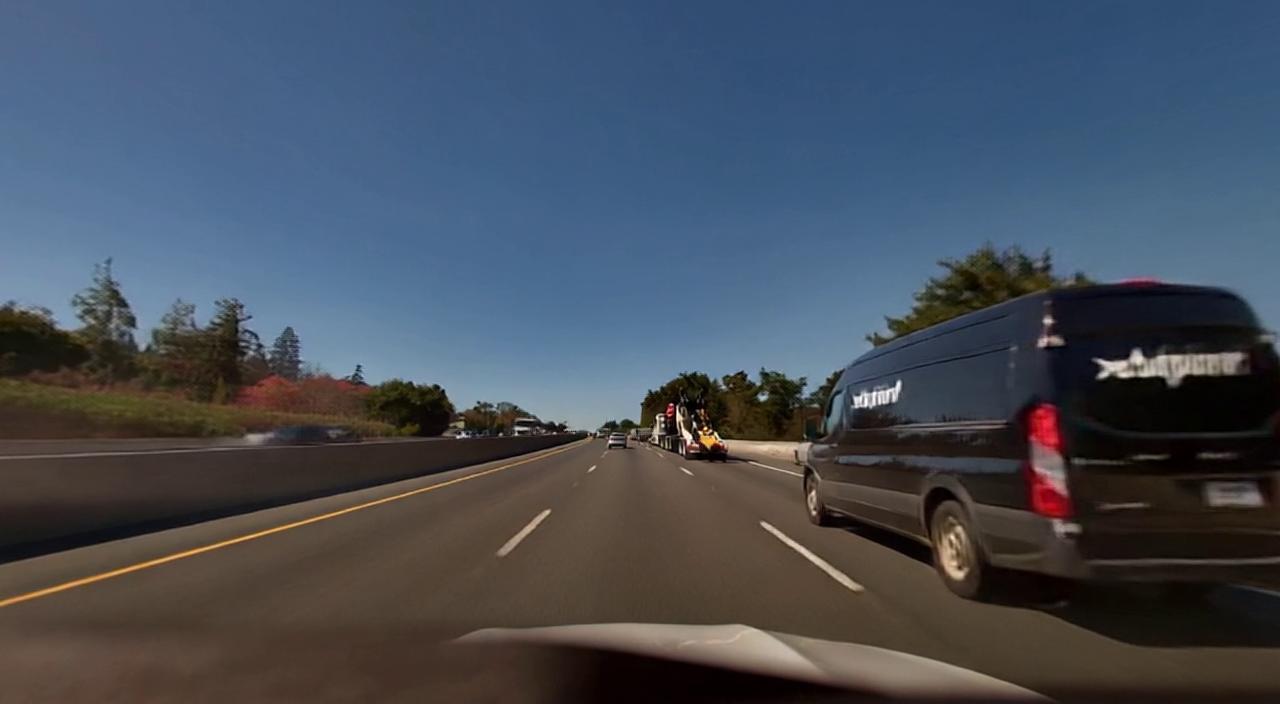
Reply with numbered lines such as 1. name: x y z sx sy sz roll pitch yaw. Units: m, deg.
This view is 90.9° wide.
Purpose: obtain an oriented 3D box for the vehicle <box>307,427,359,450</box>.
1. vehicle: -23.164 6.544 47.687 1.914 1.637 4.353 0 -8 -3

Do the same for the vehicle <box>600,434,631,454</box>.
1. vehicle: -1.888 7.036 48.333 2.217 1.502 4.222 0 -8 -2

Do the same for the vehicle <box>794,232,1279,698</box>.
1. vehicle: 3.605 0.953 6.390 2.386 2.509 5.880 0 -8 -2

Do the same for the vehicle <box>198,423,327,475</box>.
1. vehicle: -11.792 3.044 19.998 1.839 1.462 3.727 0 -8 -2

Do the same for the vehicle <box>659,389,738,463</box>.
1. vehicle: 3.147 4.451 37.146 2.912 3.738 10.123 0 -8 -4
